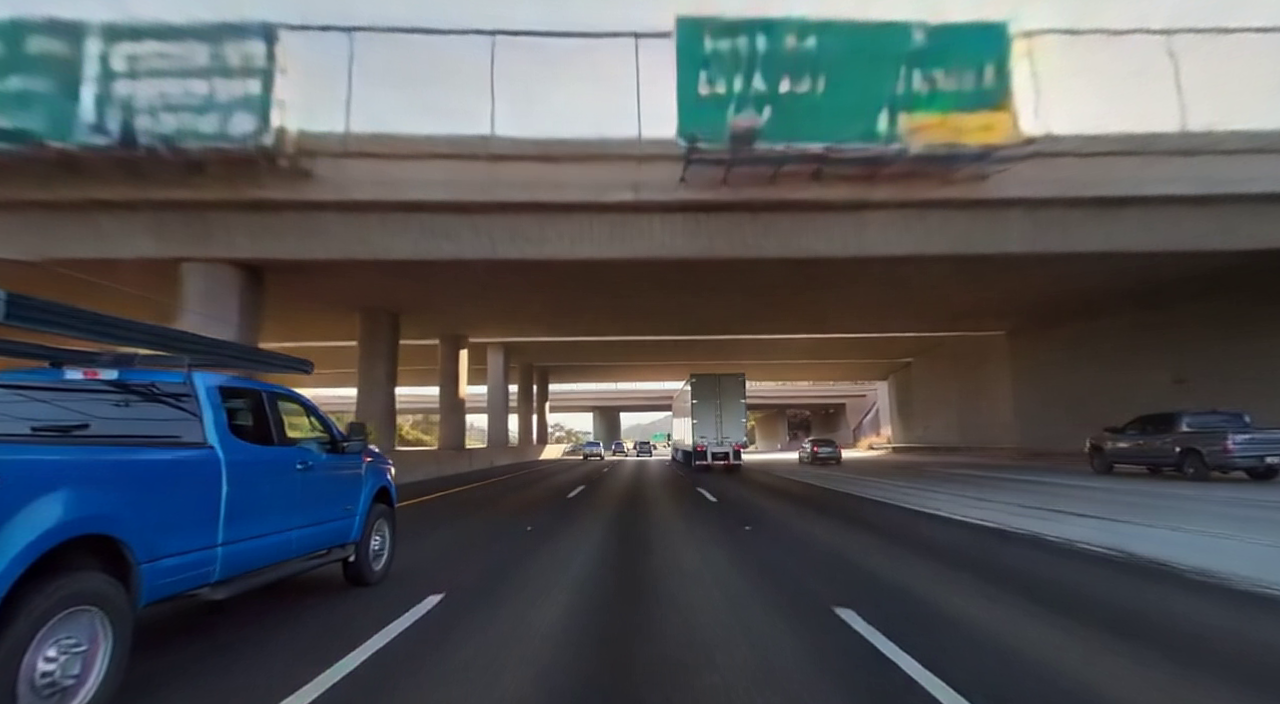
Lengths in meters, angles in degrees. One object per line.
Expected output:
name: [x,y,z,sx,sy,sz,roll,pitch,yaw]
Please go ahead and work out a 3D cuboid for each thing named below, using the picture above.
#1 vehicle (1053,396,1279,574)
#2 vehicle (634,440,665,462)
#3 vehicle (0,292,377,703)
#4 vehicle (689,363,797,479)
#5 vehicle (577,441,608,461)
vehicle: [7.159,1.407,7.005,1.999,1.700,4.640,-1,-8,0]
vehicle: [0.665,7.073,45.221,2.092,1.446,4.092,-1,-8,0]
vehicle: [-4.255,0.881,3.716,2.599,2.054,6.288,-1,-8,1]
vehicle: [4.097,3.342,28.598,2.885,4.036,12.891,-1,-8,1]
vehicle: [-3.569,7.580,48.338,2.077,1.446,4.106,0,-8,0]
